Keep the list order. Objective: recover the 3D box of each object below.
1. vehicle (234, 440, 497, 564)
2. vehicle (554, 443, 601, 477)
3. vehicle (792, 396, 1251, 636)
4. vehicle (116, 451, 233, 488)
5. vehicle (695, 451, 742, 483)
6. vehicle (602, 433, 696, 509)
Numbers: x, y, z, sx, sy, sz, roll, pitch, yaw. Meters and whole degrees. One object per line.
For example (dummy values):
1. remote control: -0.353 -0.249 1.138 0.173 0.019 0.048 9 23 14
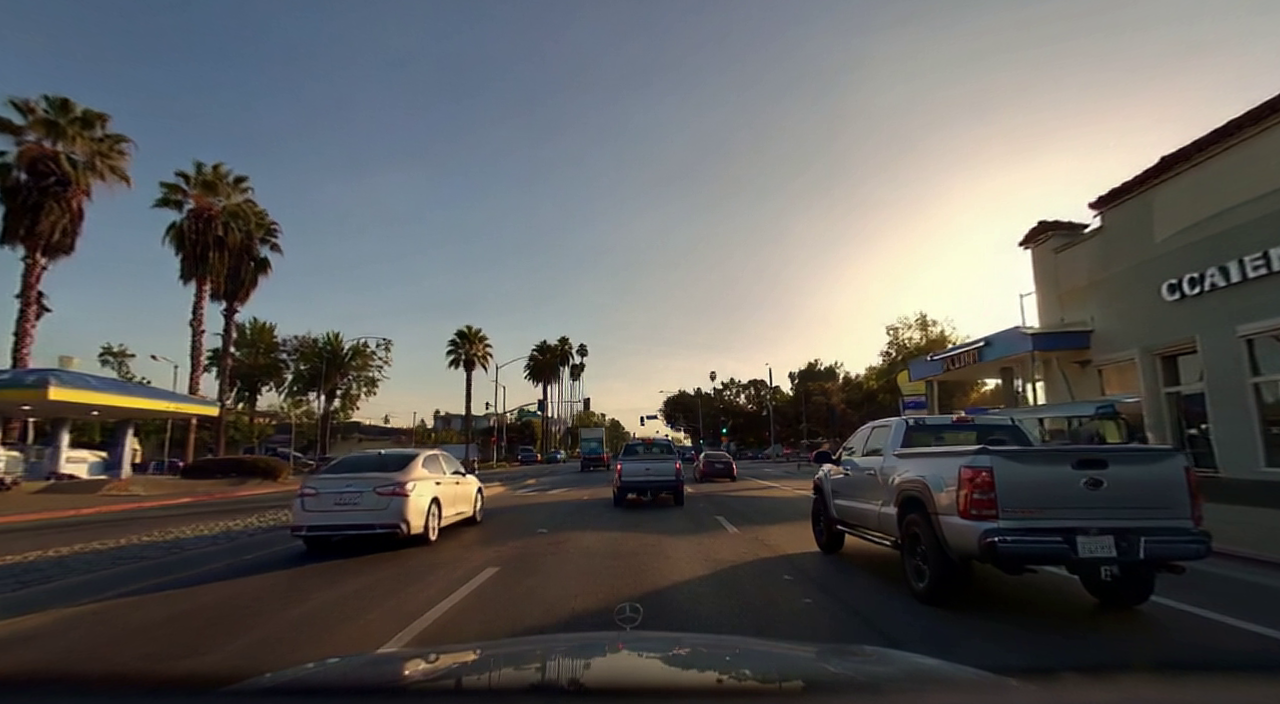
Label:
1. vehicle: -3.927 2.203 10.140 1.983 1.502 4.720 0 -8 2
2. vehicle: -3.491 6.144 35.955 2.071 1.811 4.605 0 -8 2
3. vehicle: 3.601 1.664 7.654 2.120 1.828 5.531 0 -8 0
4. vehicle: -29.239 7.356 39.832 2.543 2.092 6.613 0 -8 -2
5. vehicle: 3.833 5.668 31.191 1.901 1.401 3.965 0 -8 1
6. vehicle: 0.255 3.298 18.050 2.295 1.835 5.471 0 -8 1
